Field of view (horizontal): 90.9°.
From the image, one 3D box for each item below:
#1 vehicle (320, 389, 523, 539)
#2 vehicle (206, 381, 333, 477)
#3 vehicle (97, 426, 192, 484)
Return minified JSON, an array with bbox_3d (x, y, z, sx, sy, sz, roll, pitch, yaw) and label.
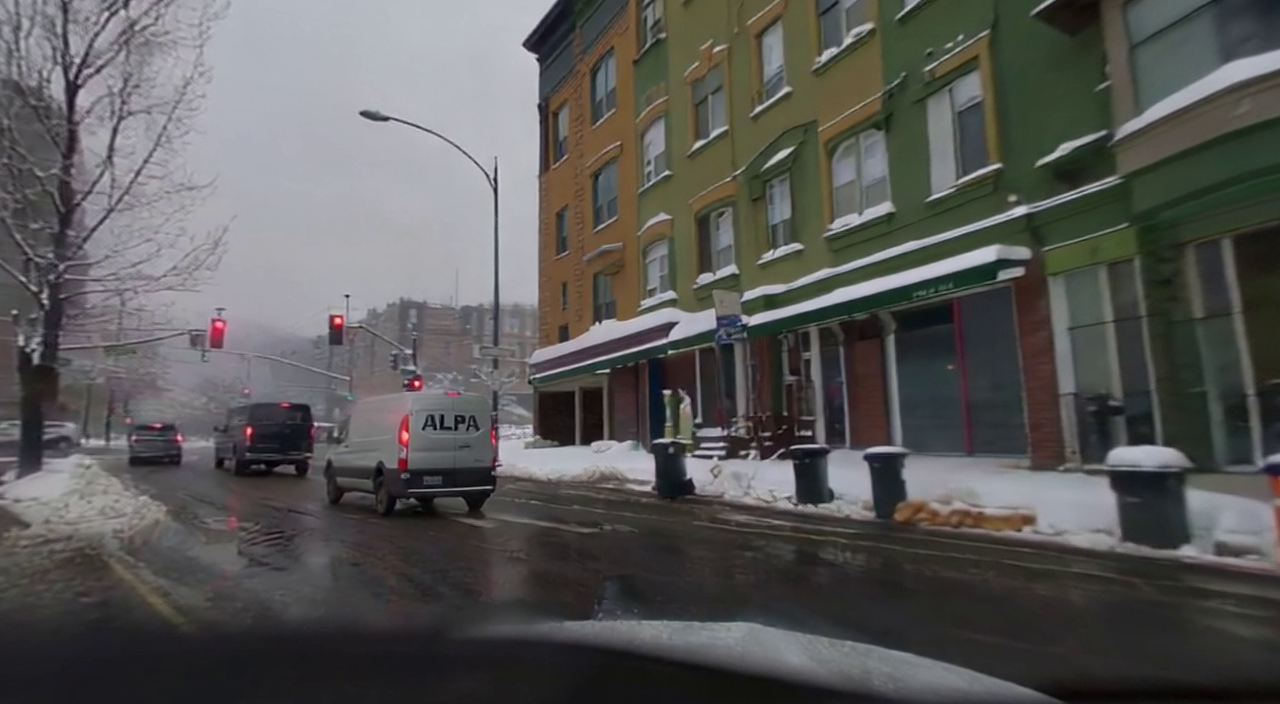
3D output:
[{"bbox_3d":[-3.775,1.746,10.417,1.951,1.907,4.266,5,-9,-35],"label":"vehicle"},{"bbox_3d":[-12.482,2.590,20.948,2.333,2.703,6.504,7,-10,-40],"label":"vehicle"},{"bbox_3d":[-14.149,2.885,17.922,1.841,1.461,3.426,6,-10,-40],"label":"vehicle"}]
